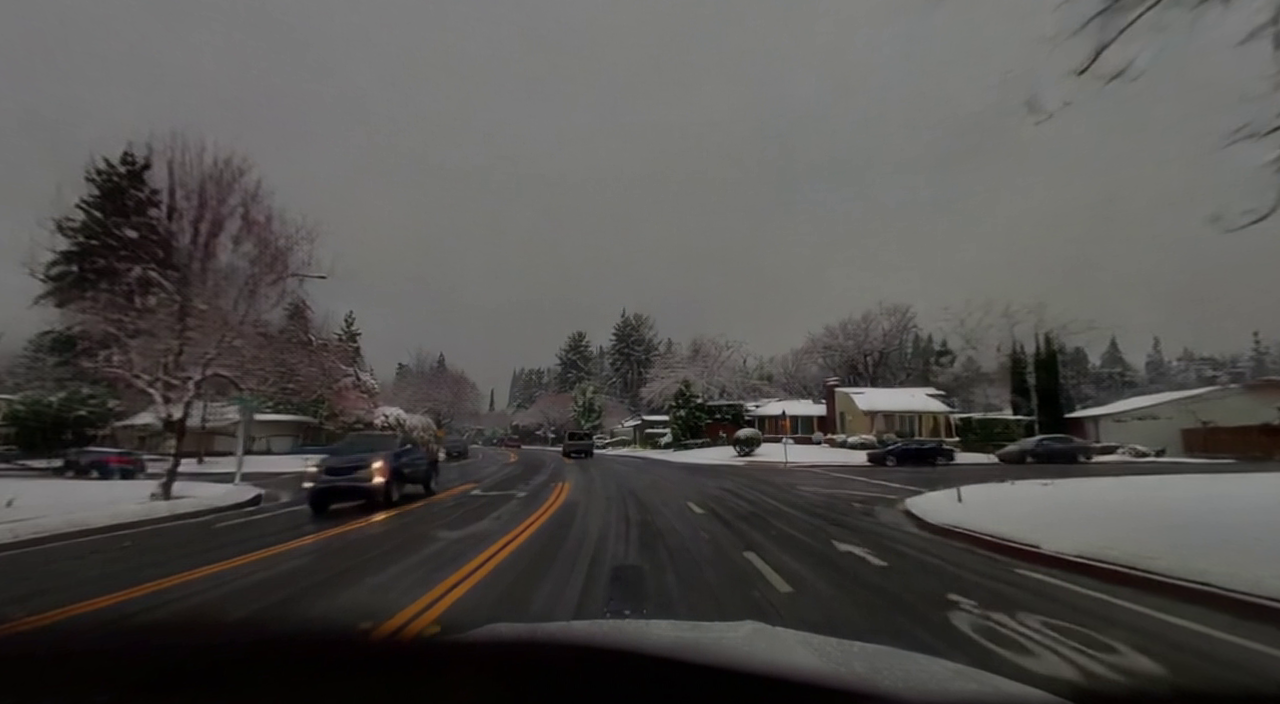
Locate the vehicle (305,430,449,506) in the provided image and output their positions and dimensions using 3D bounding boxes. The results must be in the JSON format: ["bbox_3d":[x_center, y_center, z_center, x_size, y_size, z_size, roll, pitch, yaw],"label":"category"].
[{"bbox_3d":[-6.775,3.008,16.857,2.069,1.740,4.446,0,-8,-3],"label":"vehicle"}]

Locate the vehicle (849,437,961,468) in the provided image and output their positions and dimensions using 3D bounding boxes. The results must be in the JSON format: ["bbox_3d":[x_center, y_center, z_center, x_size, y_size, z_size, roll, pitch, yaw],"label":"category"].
[{"bbox_3d":[12.923,4.939,31.000,4.737,1.447,1.766,-1,-9,8],"label":"vehicle"}]

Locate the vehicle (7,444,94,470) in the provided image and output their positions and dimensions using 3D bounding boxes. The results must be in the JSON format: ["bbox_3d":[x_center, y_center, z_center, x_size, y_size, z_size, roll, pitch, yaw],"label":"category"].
[{"bbox_3d":[-44.988,7.989,48.235,1.948,1.845,4.671,-2,-8,4],"label":"vehicle"}]

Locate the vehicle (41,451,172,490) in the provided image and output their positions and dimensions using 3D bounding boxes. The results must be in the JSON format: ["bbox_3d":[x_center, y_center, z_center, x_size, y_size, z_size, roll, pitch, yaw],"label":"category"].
[{"bbox_3d":[-24.682,5.471,29.258,4.378,1.714,1.977,-1,-8,4],"label":"vehicle"}]

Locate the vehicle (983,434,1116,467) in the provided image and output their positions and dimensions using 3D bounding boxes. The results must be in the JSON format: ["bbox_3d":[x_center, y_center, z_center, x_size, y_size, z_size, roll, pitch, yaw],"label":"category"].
[{"bbox_3d":[19.192,4.645,29.752,4.795,1.468,1.945,-2,-9,12],"label":"vehicle"}]
